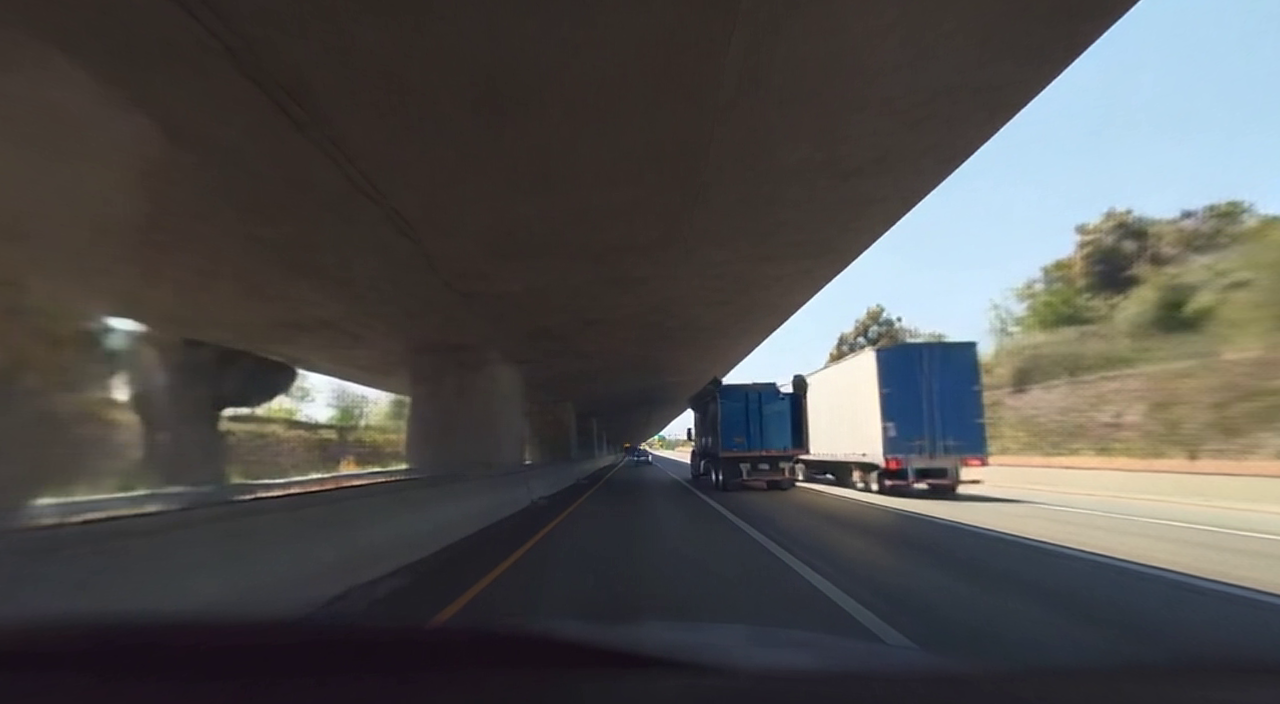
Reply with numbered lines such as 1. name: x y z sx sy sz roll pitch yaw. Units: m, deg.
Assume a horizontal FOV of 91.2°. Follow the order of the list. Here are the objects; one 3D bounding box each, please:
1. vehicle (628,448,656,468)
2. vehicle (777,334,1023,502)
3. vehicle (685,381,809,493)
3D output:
1. vehicle: 0.188 8.267 49.087 2.083 1.473 3.923 0 -9 0
2. vehicle: 7.910 2.554 22.191 3.268 4.172 12.771 -1 -8 1
3. vehicle: 3.495 3.138 22.759 2.859 3.332 7.735 0 -9 -2
